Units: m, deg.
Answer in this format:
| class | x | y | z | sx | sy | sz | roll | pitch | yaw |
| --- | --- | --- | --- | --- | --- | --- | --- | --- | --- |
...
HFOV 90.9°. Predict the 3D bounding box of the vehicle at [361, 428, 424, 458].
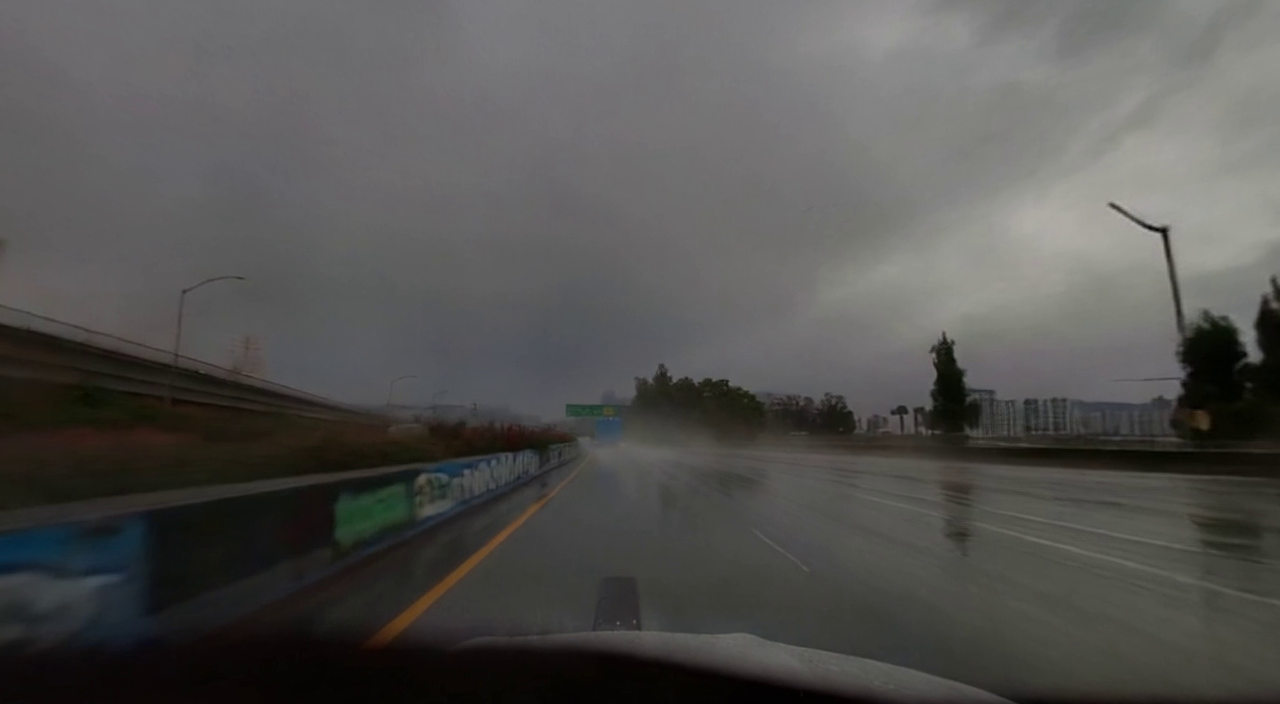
| class | x | y | z | sx | sy | sz | roll | pitch | yaw |
| --- | --- | --- | --- | --- | --- | --- | --- | --- | --- |
| vehicle | -14.506 | 5.371 | 37.211 | 2.059 | 1.661 | 4.441 | 0 | -8 | -2 |
